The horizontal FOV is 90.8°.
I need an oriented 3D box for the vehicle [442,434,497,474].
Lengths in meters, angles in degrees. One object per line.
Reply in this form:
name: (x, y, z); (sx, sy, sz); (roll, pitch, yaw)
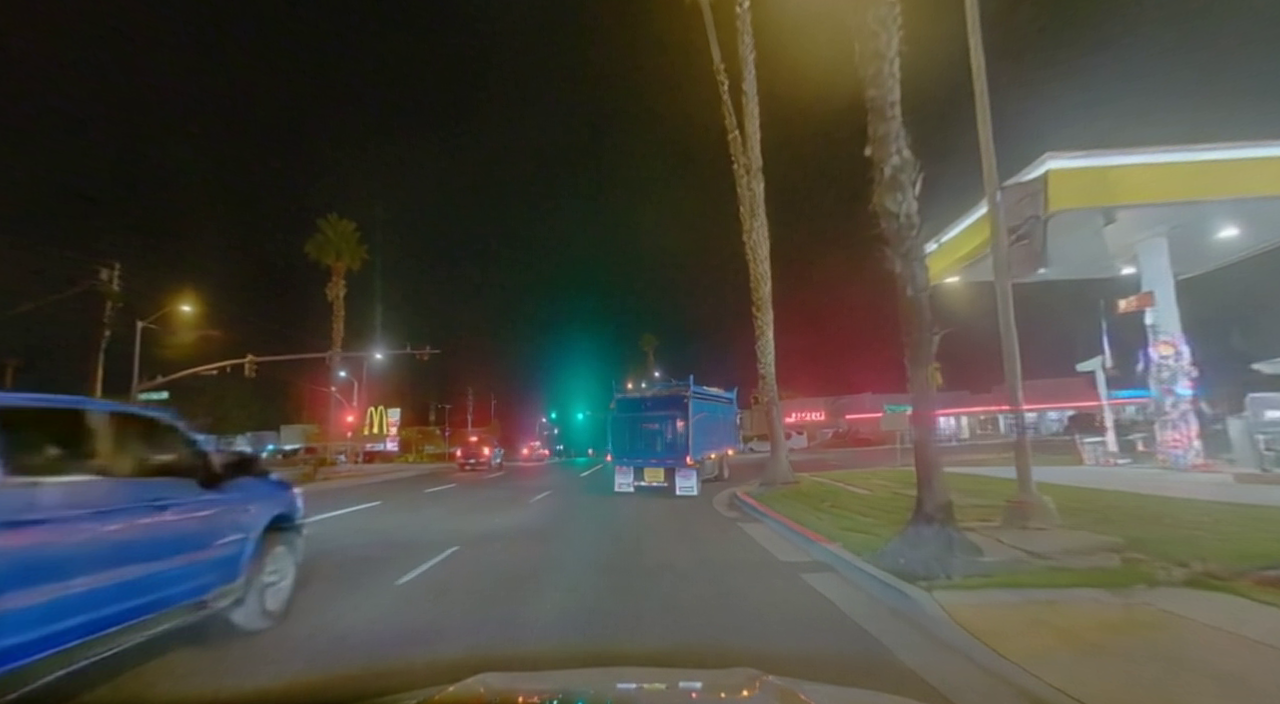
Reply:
vehicle: (-7.791, 4.674, 29.285); (1.997, 1.679, 4.263); (1, -8, -9)

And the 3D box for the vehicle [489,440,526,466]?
vehicle: (-9.266, 7.076, 44.625); (1.961, 1.709, 5.052); (1, -8, -5)

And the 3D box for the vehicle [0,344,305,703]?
vehicle: (-4.031, 0.895, 3.277); (2.102, 1.744, 4.630); (0, -8, -1)

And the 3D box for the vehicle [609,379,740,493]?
vehicle: (1.317, 2.641, 19.745); (2.463, 2.954, 5.938); (-3, -9, 19)
